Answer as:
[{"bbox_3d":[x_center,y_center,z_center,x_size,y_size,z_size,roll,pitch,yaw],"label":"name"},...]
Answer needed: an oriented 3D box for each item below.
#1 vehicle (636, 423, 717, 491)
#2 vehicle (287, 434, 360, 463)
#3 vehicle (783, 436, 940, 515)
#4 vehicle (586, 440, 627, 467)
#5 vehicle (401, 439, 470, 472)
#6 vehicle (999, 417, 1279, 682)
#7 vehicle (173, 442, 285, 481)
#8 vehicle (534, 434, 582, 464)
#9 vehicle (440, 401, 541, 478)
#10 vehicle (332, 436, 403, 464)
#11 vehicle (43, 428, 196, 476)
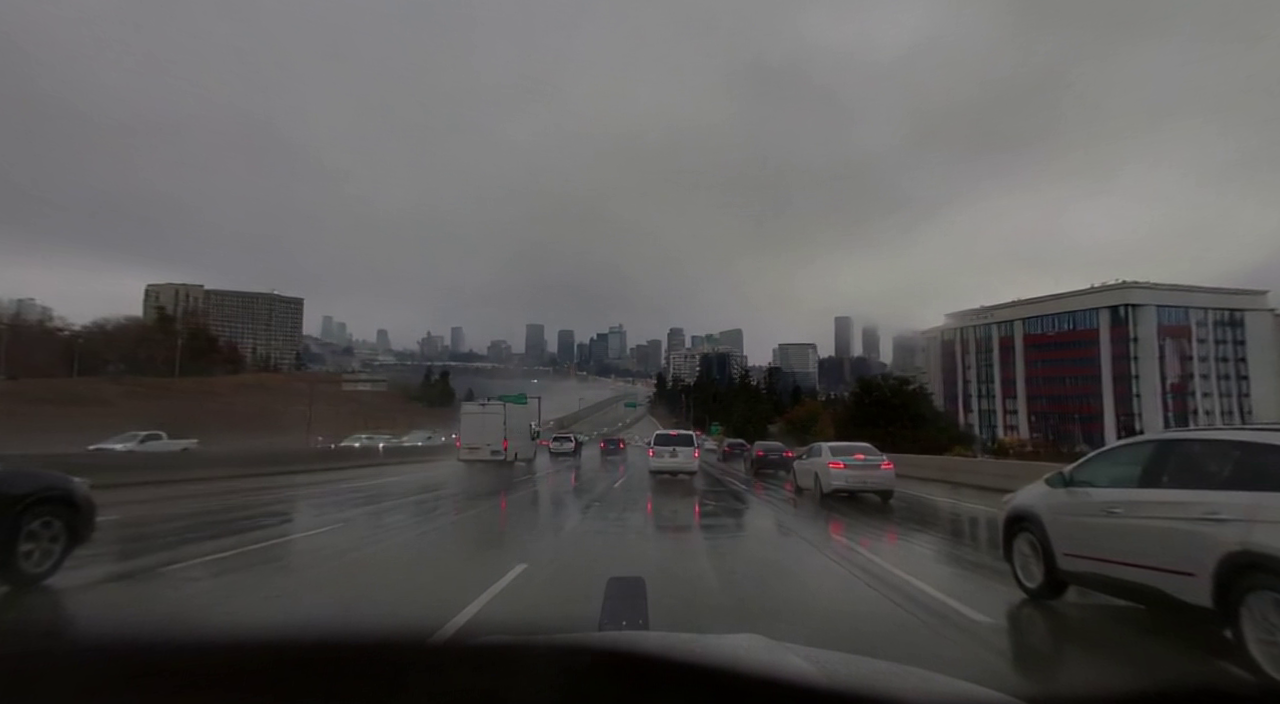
[{"bbox_3d":[1.065,3.234,19.761,2.209,1.863,4.626,0,-8,1],"label":"vehicle"},{"bbox_3d":[-19.875,6.094,39.831,2.064,1.719,4.599,0,-8,2],"label":"vehicle"},{"bbox_3d":[4.739,2.680,14.313,1.942,1.487,4.518,0,-8,0],"label":"vehicle"},{"bbox_3d":[-1.950,6.114,38.274,2.079,1.499,4.512,0,-8,2],"label":"vehicle"},{"bbox_3d":[-9.895,5.031,30.799,1.923,1.480,3.905,0,-8,2],"label":"vehicle"},{"bbox_3d":[4.582,1.191,4.064,1.915,1.482,4.537,0,-8,1],"label":"vehicle"},{"bbox_3d":[-16.042,4.268,24.887,1.823,1.388,3.705,0,-8,2],"label":"vehicle"},{"bbox_3d":[-5.540,6.656,43.453,2.269,1.929,6.032,0,-8,2],"label":"vehicle"},{"bbox_3d":[-6.089,3.738,26.899,2.358,2.817,7.055,0,-8,2],"label":"vehicle"},{"bbox_3d":[-16.025,5.776,37.370,1.943,1.564,4.687,0,-8,2],"label":"vehicle"},{"bbox_3d":[-20.246,3.894,24.856,1.920,1.695,4.612,0,-8,2],"label":"vehicle"}]
